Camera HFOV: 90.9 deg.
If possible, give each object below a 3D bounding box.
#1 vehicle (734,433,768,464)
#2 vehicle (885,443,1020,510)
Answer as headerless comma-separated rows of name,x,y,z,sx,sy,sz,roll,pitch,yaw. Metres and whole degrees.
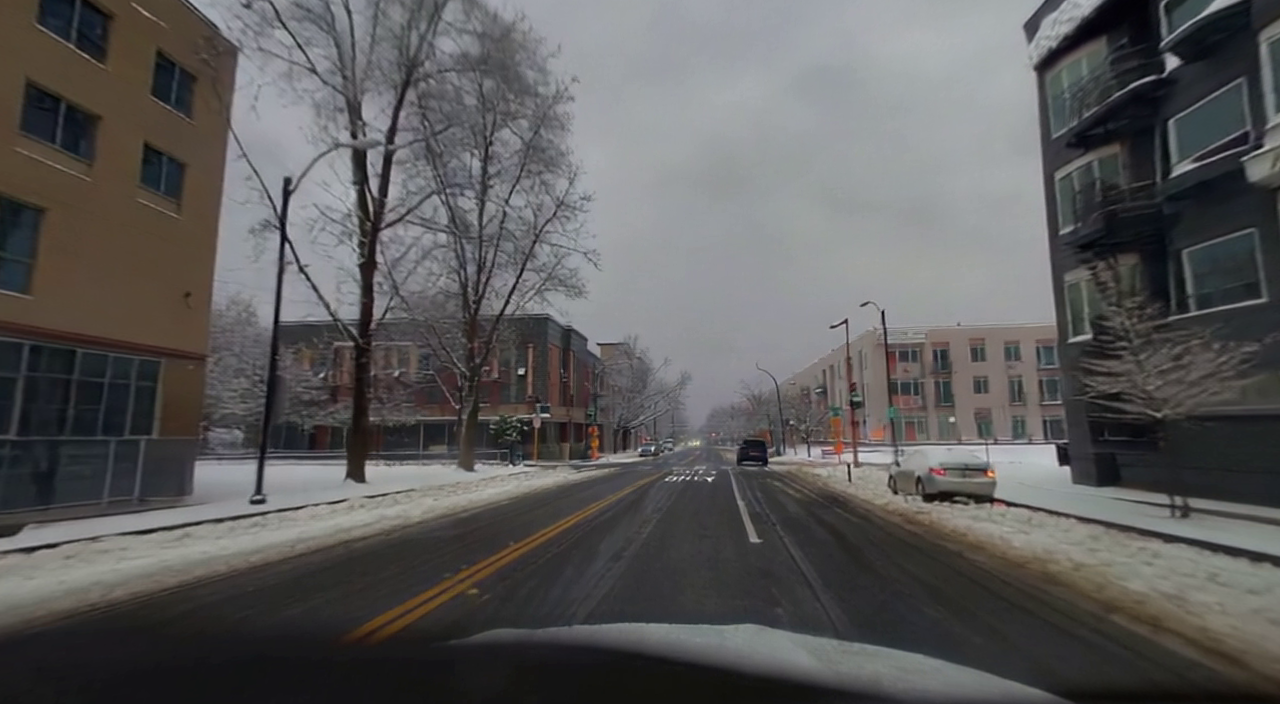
vehicle,7.510,6.550,43.001,1.971,1.919,4.748,0,-8,7
vehicle,7.965,3.152,16.532,1.759,1.488,4.124,0,-8,6
